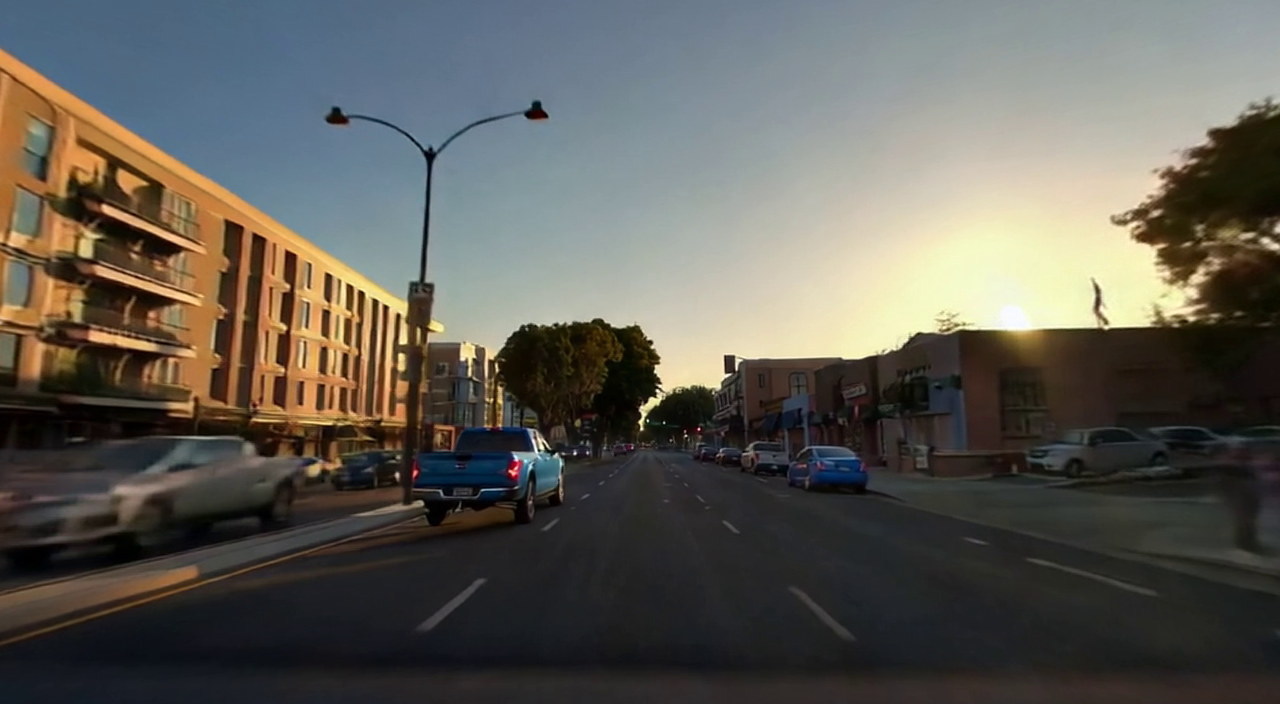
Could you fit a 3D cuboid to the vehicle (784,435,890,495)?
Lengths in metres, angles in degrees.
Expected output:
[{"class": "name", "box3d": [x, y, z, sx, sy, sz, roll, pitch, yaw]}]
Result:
[{"class": "vehicle", "box3d": [6.140, 3.561, 20.277, 1.928, 1.679, 4.716, 0, -9, 1]}]

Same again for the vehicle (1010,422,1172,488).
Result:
[{"class": "vehicle", "box3d": [12.940, 2.989, 18.460, 1.864, 1.705, 3.878, 0, -9, 1]}]

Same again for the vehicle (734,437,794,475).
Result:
[{"class": "vehicle", "box3d": [6.152, 5.224, 31.755, 2.018, 1.743, 4.529, 0, -9, -1]}]

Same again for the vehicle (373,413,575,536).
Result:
[{"class": "vehicle", "box3d": [-2.726, 2.218, 12.029, 2.197, 1.786, 5.365, -1, -9, 2]}]

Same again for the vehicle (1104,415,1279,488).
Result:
[{"class": "vehicle", "box3d": [15.714, 2.800, 17.818, 1.917, 1.791, 4.163, 0, -9, -1]}]

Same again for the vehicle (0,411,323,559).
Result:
[{"class": "vehicle", "box3d": [-7.299, 2.008, 10.184, 2.063, 1.843, 4.349, 0, -9, 0]}]

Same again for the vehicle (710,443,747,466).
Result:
[{"class": "vehicle", "box3d": [6.270, 7.295, 45.056, 1.988, 1.514, 3.962, 0, -9, -2]}]
